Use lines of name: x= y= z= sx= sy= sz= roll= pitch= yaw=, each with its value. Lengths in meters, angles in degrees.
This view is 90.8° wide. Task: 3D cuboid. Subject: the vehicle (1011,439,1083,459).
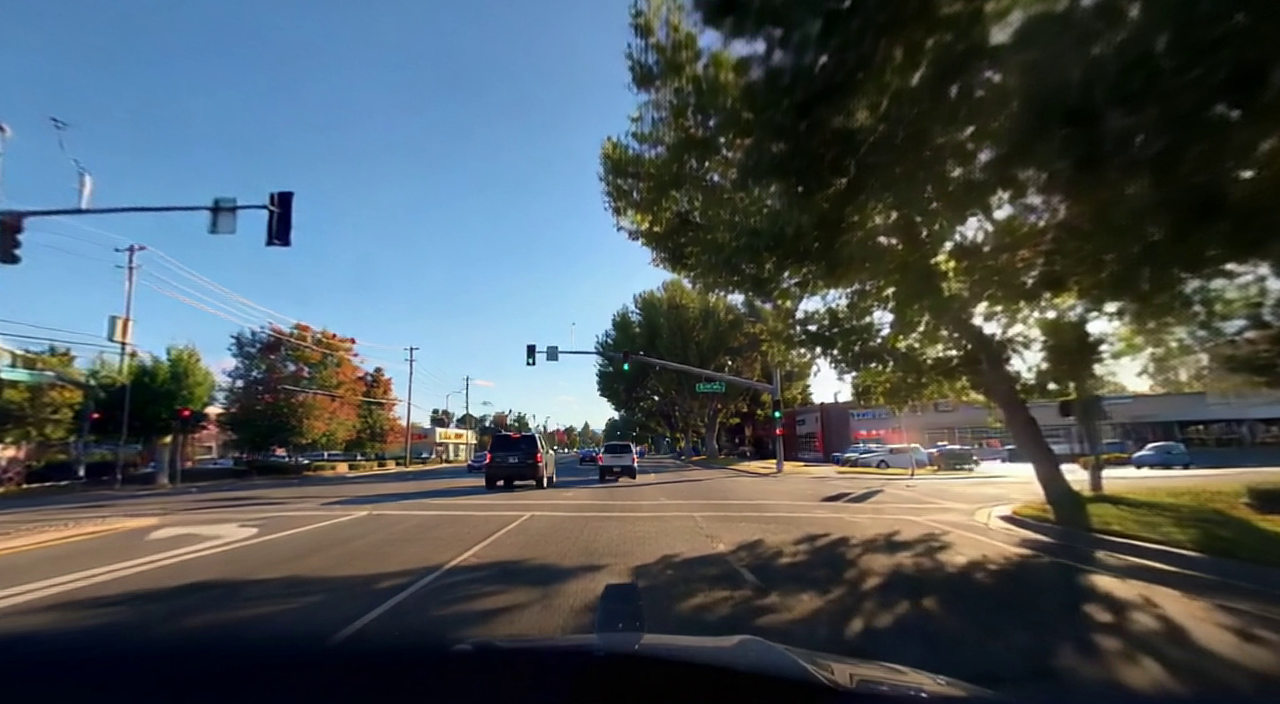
vehicle: x=31.428 y=7.492 z=48.837 sx=4.347 sy=1.457 sz=1.785 roll=0 pitch=-8 yaw=-1

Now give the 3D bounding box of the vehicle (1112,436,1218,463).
vehicle: x=31.556 y=5.860 z=38.072 sx=4.527 sy=1.513 sz=2.067 roll=-1 pitch=-8 yaw=-1

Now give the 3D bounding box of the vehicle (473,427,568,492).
vehicle: x=-4.013 y=3.749 z=22.387 sx=2.252 sy=1.999 sz=5.605 roll=0 pitch=-8 yaw=0

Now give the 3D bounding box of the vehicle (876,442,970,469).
vehicle: x=18.789 y=6.880 z=42.135 sx=5.209 sy=1.743 sz=2.081 roll=0 pitch=-9 yaw=-1

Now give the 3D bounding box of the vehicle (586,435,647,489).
vehicle: x=-0.814 y=4.058 z=23.664 sx=2.061 sy=1.809 sz=4.141 roll=0 pitch=-8 yaw=0
